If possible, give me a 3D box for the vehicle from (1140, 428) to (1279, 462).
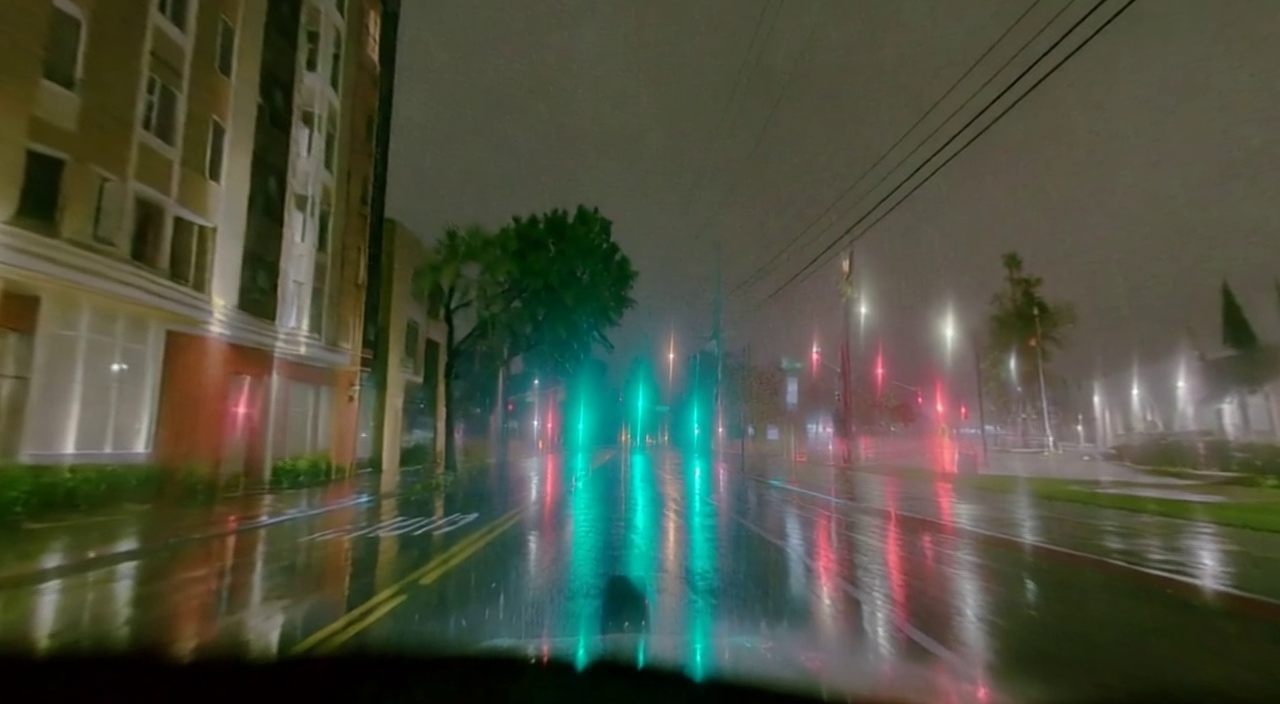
[{"bbox_3d":[31.680,5.149,34.919,1.981,1.712,5.765,6,-11,-38],"label":"vehicle"}]
